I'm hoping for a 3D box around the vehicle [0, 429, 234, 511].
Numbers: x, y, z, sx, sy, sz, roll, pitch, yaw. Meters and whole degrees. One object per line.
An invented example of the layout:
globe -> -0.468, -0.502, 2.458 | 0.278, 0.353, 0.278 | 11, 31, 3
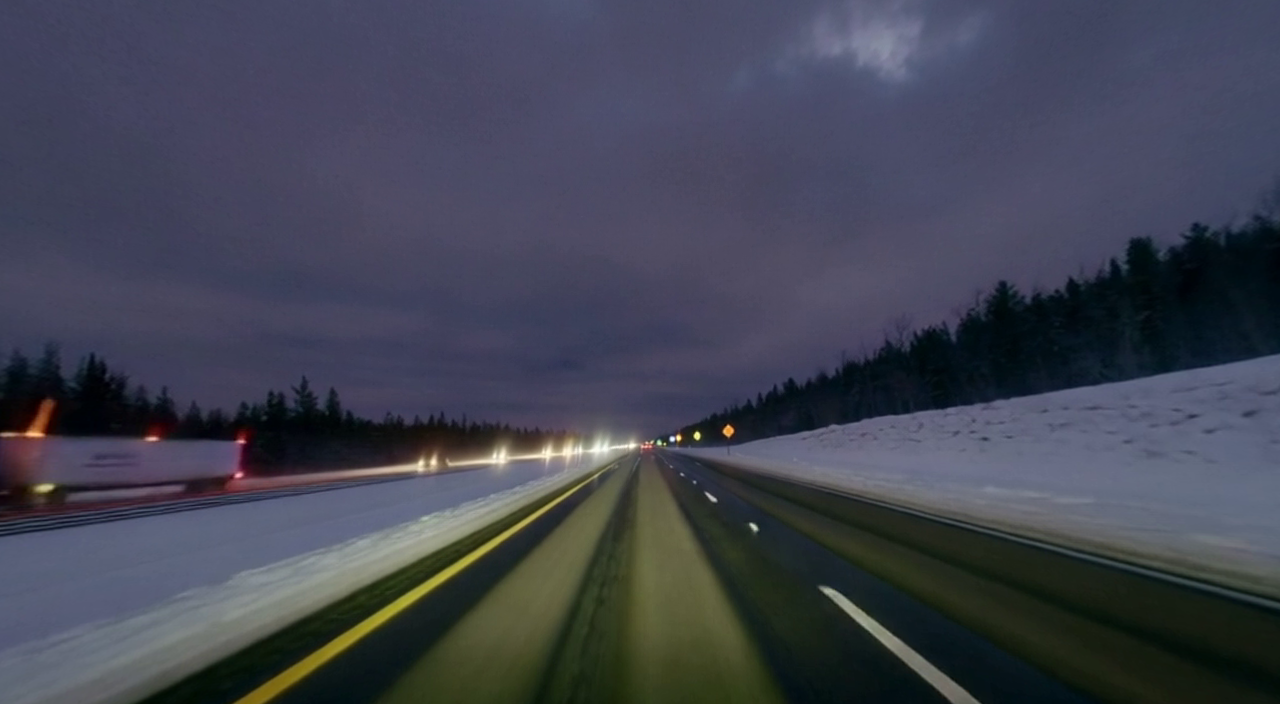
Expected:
vehicle -> -33.087, 7.244, 40.605 | 2.894, 4.165, 16.340 | 0, -8, 0
